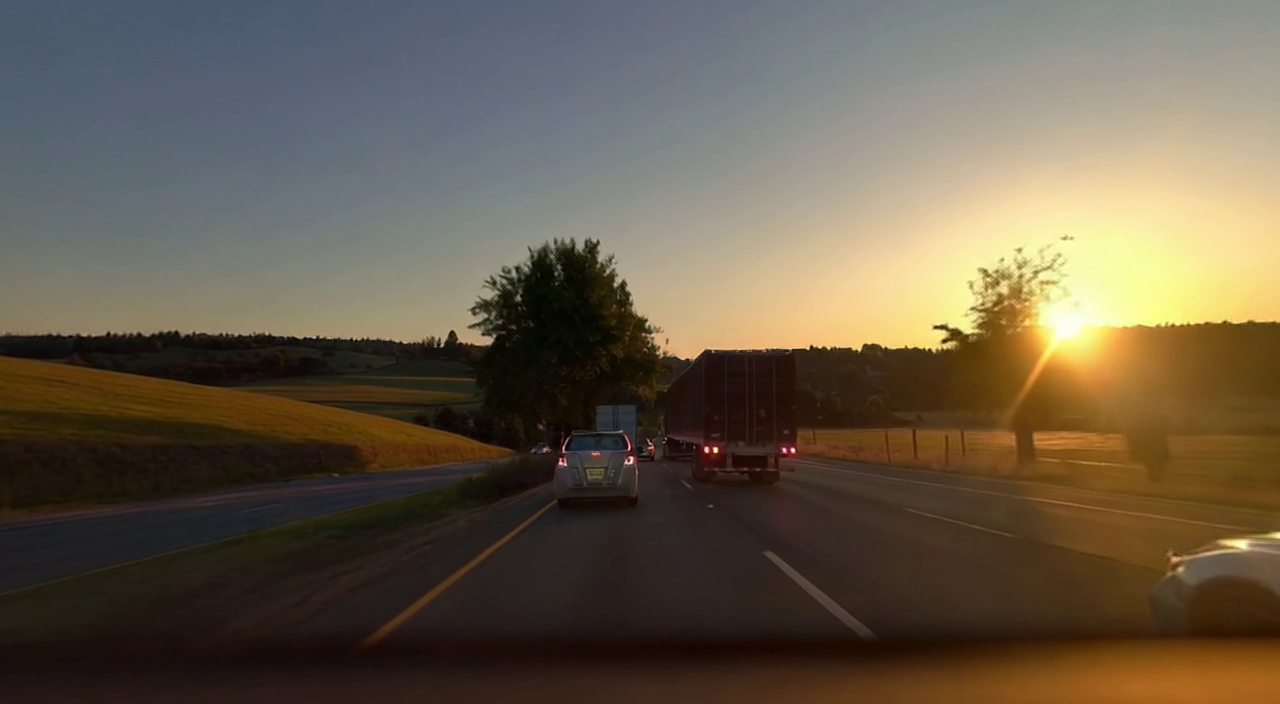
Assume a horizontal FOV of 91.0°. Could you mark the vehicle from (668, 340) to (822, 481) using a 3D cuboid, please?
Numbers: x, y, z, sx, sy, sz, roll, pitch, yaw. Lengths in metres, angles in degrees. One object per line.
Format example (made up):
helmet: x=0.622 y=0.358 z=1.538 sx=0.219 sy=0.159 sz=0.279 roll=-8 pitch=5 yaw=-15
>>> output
vehicle: x=3.533 y=2.927 z=27.520 sx=3.591 sy=4.290 sz=16.696 roll=0 pitch=-8 yaw=-1

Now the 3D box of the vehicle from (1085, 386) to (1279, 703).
vehicle: x=3.580 y=0.710 z=1.253 sx=1.960 sy=1.515 sz=4.713 roll=0 pitch=-8 yaw=1

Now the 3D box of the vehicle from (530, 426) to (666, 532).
vehicle: x=-0.653 y=2.177 z=11.393 sx=2.009 sy=1.554 sz=4.013 roll=0 pitch=-8 yaw=-1
